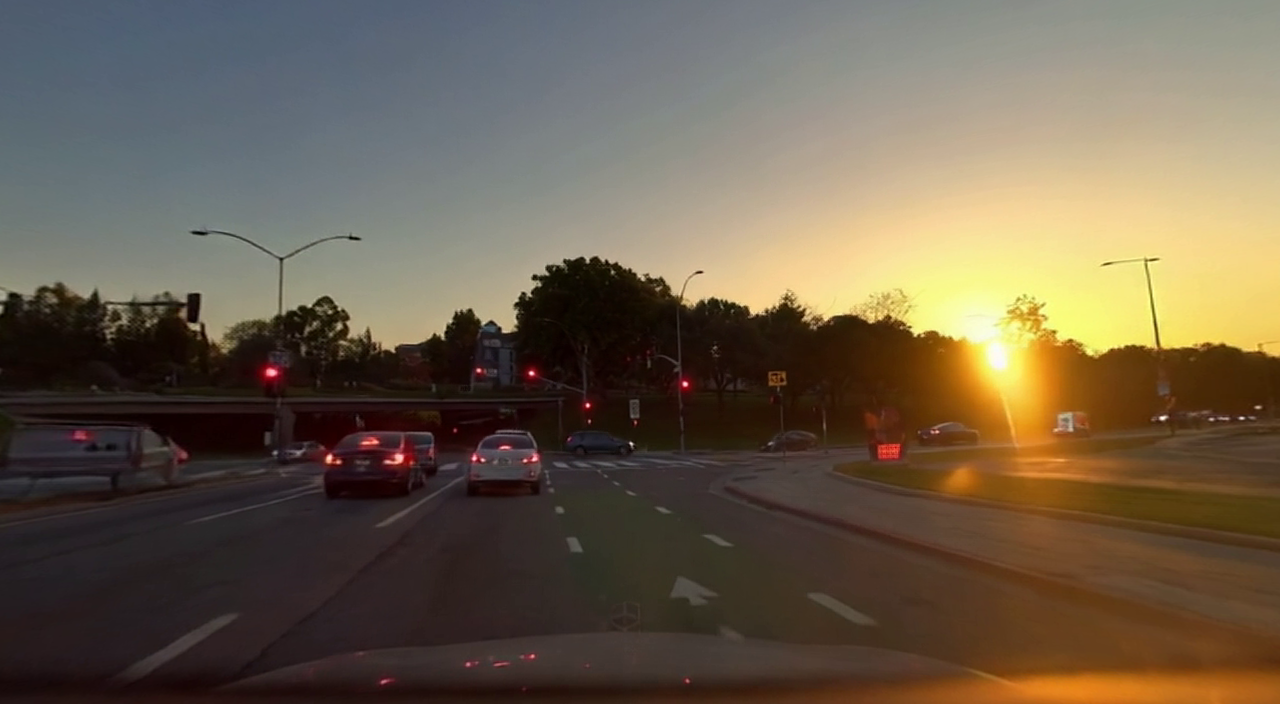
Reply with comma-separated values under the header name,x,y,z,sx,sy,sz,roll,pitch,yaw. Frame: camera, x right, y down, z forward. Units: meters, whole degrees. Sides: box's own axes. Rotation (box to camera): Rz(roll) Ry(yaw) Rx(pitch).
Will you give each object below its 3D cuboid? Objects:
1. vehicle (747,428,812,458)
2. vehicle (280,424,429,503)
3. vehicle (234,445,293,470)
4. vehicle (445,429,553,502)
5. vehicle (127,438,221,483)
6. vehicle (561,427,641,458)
name,x,y,z,sx,sy,sz,roll,pitch,yaw
vehicle,8.243,5.351,37.083,1.908,1.622,4.166,-7,-11,41
vehicle,-6.714,2.656,15.533,2.057,1.610,4.891,1,-8,-9
vehicle,-24.740,6.923,41.713,1.911,1.478,4.559,1,-9,-12
vehicle,-3.294,2.689,15.492,2.176,1.489,4.518,1,-8,-9
vehicle,-22.082,5.208,30.145,1.863,1.722,4.328,-7,-9,-12
vehicle,-2.508,6.016,41.970,5.144,1.954,2.122,0,-8,1
